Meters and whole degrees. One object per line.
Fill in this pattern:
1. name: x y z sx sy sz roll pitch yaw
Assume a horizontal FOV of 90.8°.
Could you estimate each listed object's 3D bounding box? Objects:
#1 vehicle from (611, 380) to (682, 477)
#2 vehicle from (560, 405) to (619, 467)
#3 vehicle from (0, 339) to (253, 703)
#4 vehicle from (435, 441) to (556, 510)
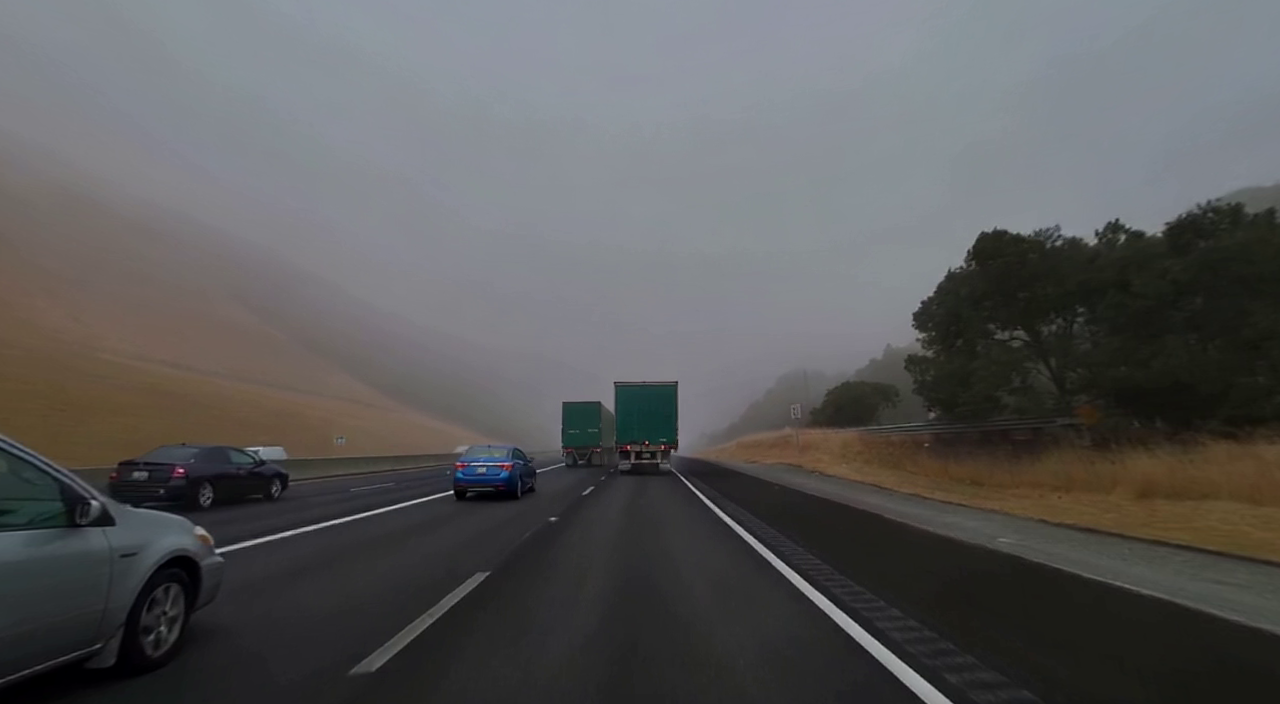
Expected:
1. vehicle: 0.464 3.957 31.635 2.913 3.988 10.874 0 -8 2
2. vehicle: -3.569 6.596 48.930 3.311 4.073 14.172 0 -8 0
3. vehicle: -3.829 0.728 1.921 2.136 1.779 4.875 0 -8 1
4. vehicle: -3.328 2.919 15.442 1.950 1.446 4.224 0 -8 0
